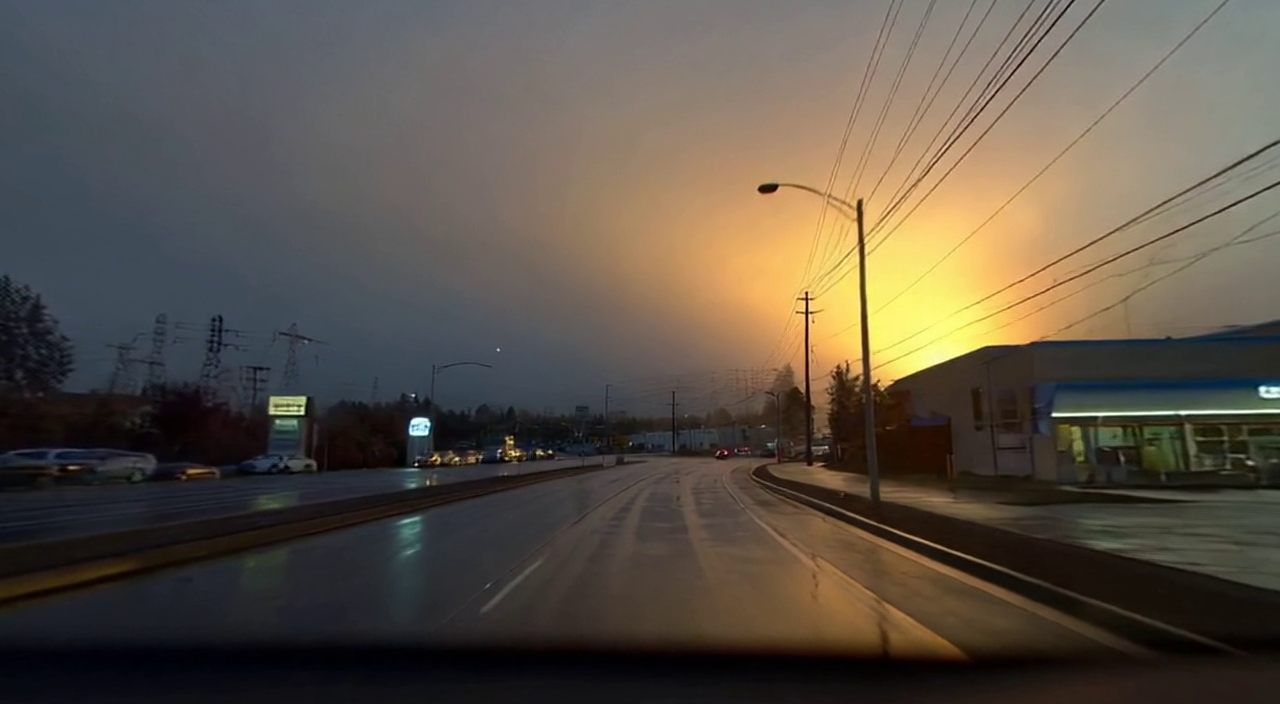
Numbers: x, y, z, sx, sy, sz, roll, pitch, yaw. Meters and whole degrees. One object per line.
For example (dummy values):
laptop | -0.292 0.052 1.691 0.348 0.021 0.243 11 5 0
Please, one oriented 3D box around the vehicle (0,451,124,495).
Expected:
vehicle | -22.649 4.632 24.415 4.147 1.562 1.805 -2 -9 13

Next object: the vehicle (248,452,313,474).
vehicle | -28.380 8.774 49.737 4.288 1.617 1.916 -2 -9 16
